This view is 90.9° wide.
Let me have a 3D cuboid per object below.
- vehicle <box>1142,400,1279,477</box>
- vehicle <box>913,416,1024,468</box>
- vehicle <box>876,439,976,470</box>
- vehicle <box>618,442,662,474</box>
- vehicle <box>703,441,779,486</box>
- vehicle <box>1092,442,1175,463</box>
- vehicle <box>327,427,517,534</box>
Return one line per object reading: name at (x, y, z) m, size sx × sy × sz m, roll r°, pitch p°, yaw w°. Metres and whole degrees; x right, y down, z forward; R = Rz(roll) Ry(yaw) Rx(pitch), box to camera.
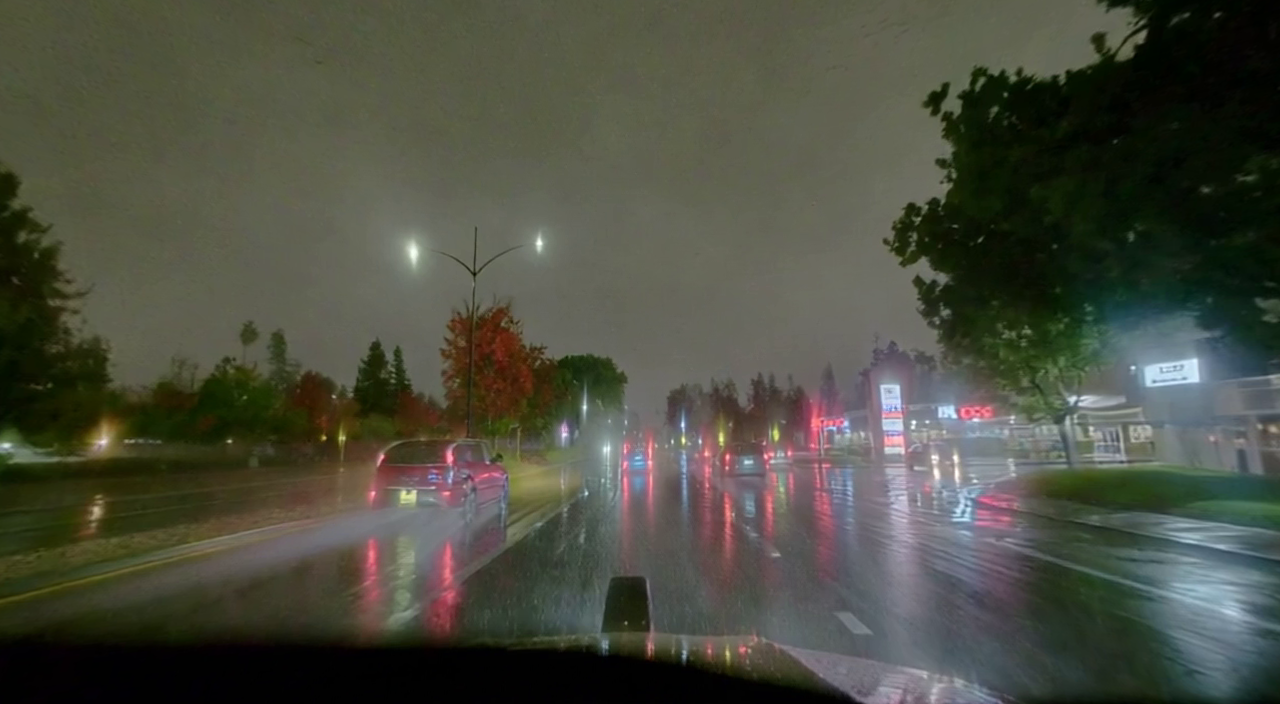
vehicle at (24.337, 3.532, 25.687) m, size 5.466 × 2.971 × 2.352 m, roll 0°, pitch -9°, yaw 3°
vehicle at (21.853, 6.064, 42.618) m, size 2.928 × 3.123 × 8.236 m, roll -1°, pitch -8°, yaw -1°
vehicle at (15.666, 5.625, 34.797) m, size 4.578 × 1.620 × 2.047 m, roll -2°, pitch -9°, yaw 10°
vehicle at (0.051, 5.295, 31.740) m, size 2.059 × 1.477 × 4.216 m, roll 0°, pitch -8°, yaw 1°
vehicle at (3.612, 4.076, 23.372) m, size 2.012 × 1.462 × 4.400 m, roll 0°, pitch -8°, yaw -1°
vehicle at (34.370, 6.983, 43.935) m, size 4.212 × 1.423 × 1.764 m, roll -1°, pitch -8°, yaw 2°
vehicle at (-3.722, 2.264, 11.689) m, size 1.995 × 1.607 × 4.086 m, roll 0°, pitch -8°, yaw 1°
